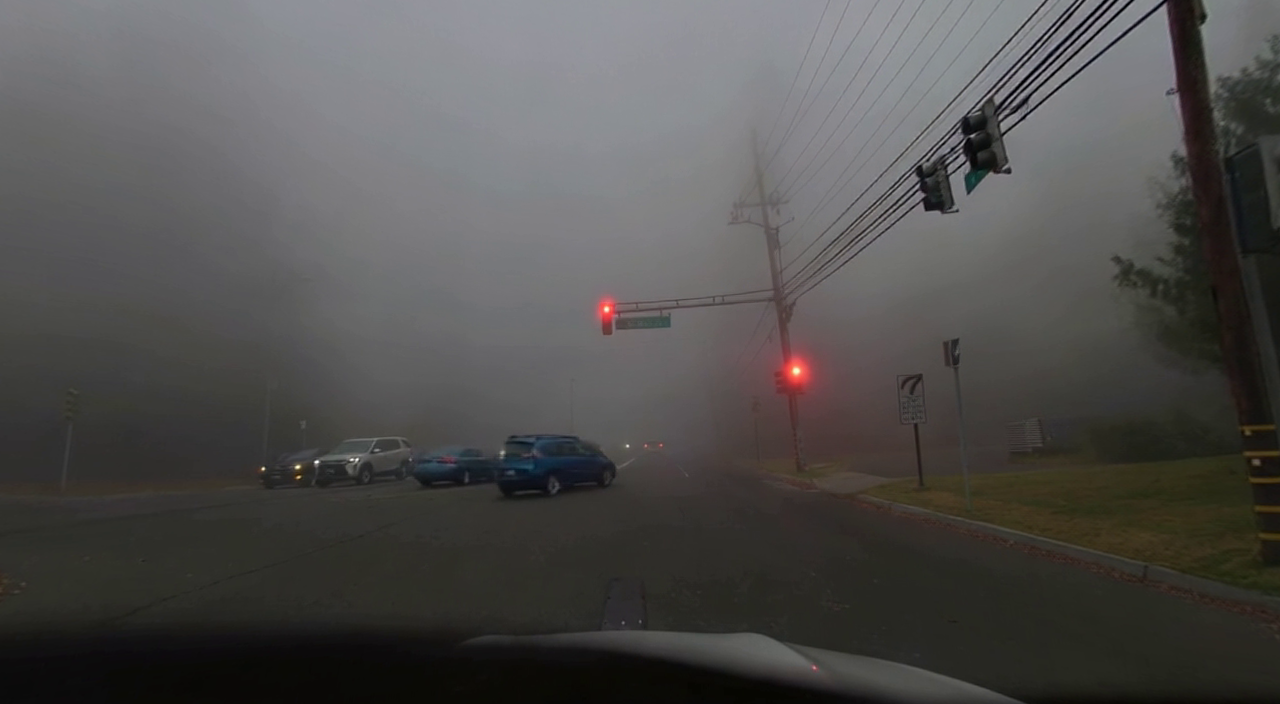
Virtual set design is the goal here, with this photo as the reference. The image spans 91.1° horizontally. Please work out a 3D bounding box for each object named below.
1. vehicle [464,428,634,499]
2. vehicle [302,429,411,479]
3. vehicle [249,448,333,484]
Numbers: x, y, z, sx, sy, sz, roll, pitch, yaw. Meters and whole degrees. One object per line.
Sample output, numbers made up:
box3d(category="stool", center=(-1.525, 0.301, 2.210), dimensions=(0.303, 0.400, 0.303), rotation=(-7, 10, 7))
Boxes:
box3d(category="vehicle", center=(-2.336, 3.021, 17.383), dimensions=(2.051, 1.666, 4.607), rotation=(-6, -10, 34))
box3d(category="vehicle", center=(-13.117, 4.766, 29.630), dimensions=(2.350, 2.104, 5.828), rotation=(0, -8, 1))
box3d(category="vehicle", center=(-17.090, 5.590, 31.005), dimensions=(1.942, 1.477, 3.957), rotation=(-4, -9, -1))
